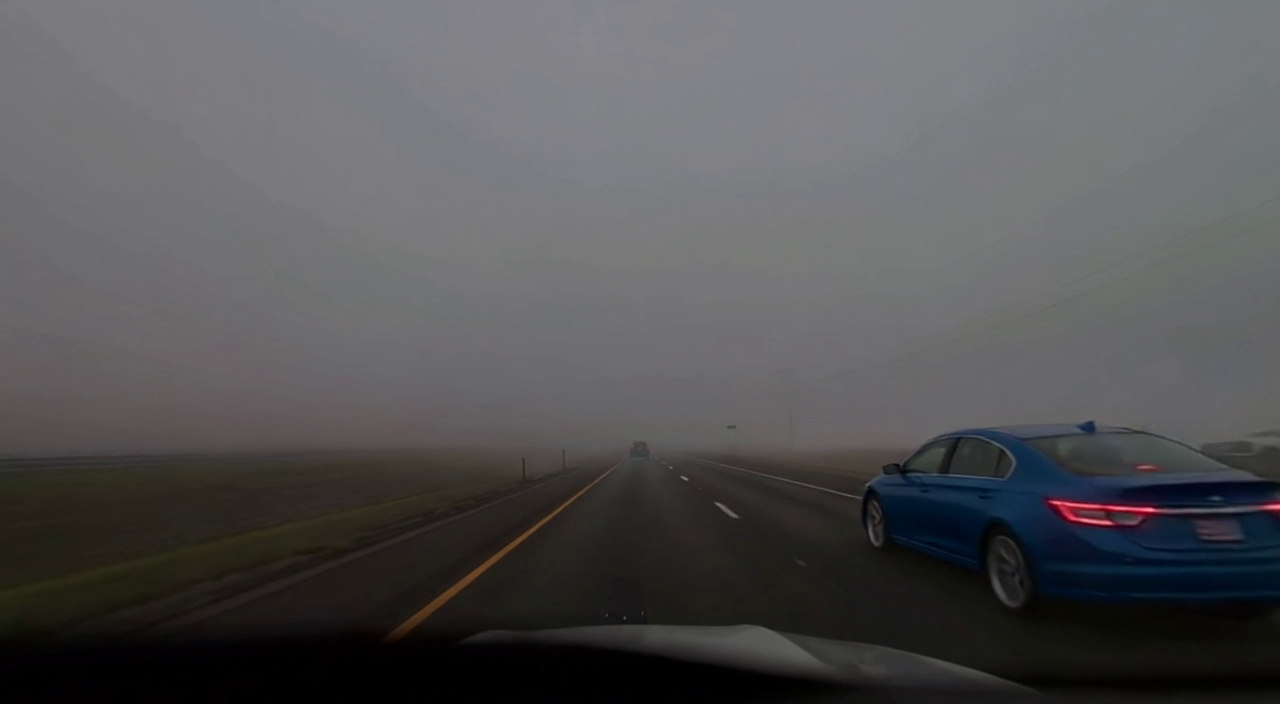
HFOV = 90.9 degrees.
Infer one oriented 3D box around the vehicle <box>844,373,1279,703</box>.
[{"bbox_3d":[3.598,1.270,5.510,2.044,1.658,4.640,0,-8,0],"label":"vehicle"}]
